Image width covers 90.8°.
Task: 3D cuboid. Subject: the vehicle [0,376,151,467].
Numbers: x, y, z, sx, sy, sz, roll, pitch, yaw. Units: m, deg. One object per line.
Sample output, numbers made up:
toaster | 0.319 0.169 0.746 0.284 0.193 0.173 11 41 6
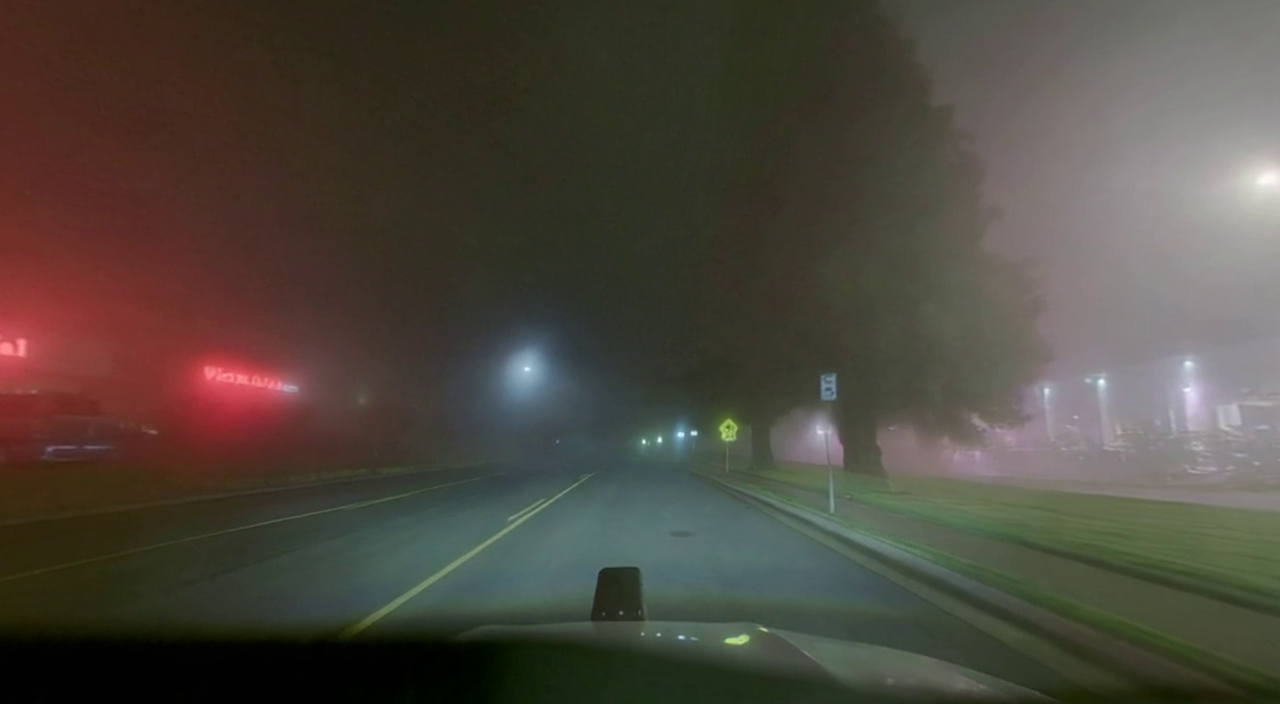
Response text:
vehicle | -19.544 2.160 19.267 6.919 2.613 2.356 1 -9 -4

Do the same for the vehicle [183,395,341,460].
vehicle | -19.777 4.025 33.369 6.595 3.267 2.535 0 -9 0
